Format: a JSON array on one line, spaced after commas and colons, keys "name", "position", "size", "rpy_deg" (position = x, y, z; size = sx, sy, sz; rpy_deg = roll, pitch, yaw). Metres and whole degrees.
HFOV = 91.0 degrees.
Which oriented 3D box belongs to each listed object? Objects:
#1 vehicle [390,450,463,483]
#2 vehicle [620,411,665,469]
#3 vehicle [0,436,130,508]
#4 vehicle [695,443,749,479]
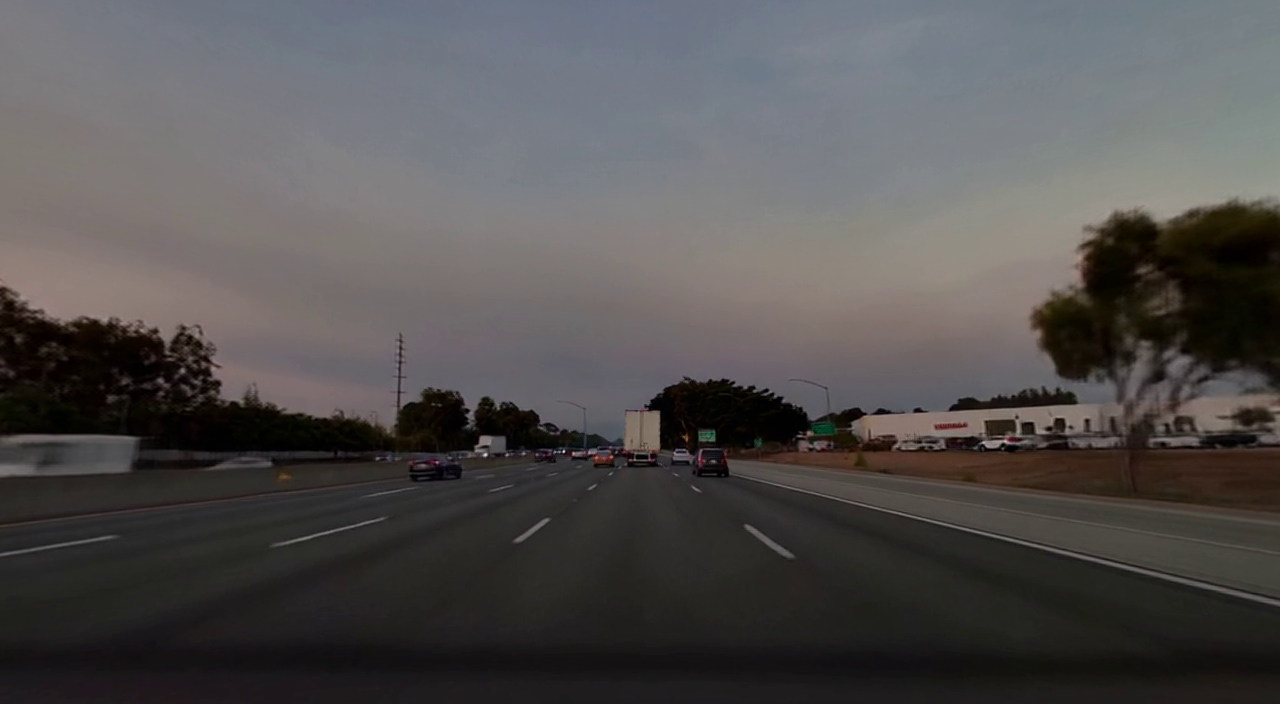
[{"name": "vehicle", "position": [-10.617, 5.695, 31.644], "size": [2.015, 1.521, 4.550], "rpy_deg": [0, -9, 1]}, {"name": "vehicle", "position": [0.342, 6.791, 48.286], "size": [3.012, 3.928, 10.262], "rpy_deg": [0, -9, 2]}, {"name": "vehicle", "position": [-17.065, 3.247, 17.332], "size": [2.130, 1.783, 4.698], "rpy_deg": [0, -9, -2]}, {"name": "vehicle", "position": [4.080, 5.506, 32.022], "size": [2.107, 1.707, 4.445], "rpy_deg": [0, -9, 0]}]
